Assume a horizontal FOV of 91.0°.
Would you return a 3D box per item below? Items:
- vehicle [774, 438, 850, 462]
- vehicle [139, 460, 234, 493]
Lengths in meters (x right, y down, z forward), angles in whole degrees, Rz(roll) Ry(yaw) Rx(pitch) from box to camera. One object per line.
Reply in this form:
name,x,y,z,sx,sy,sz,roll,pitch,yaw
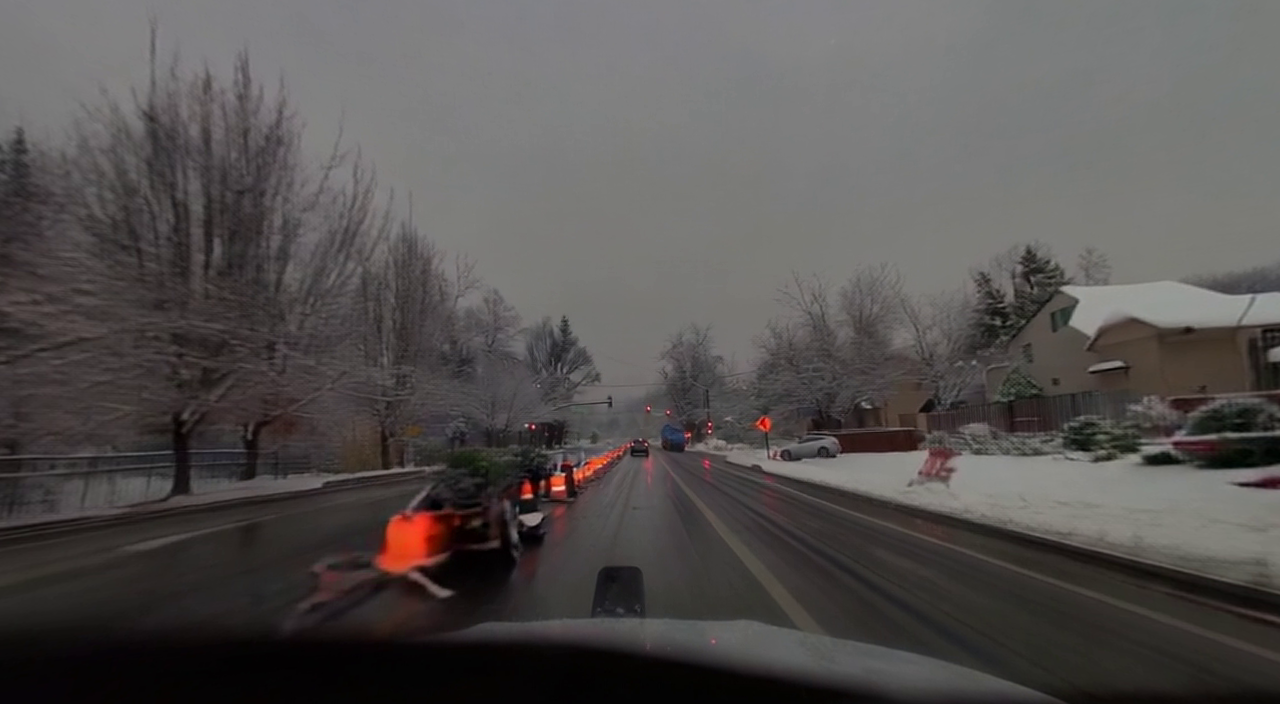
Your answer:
vehicle,11.000,6.324,40.517,4.463,1.466,1.813,-1,-9,5
vehicle,-23.542,6.448,32.921,1.952,1.511,4.147,0,-9,-2
